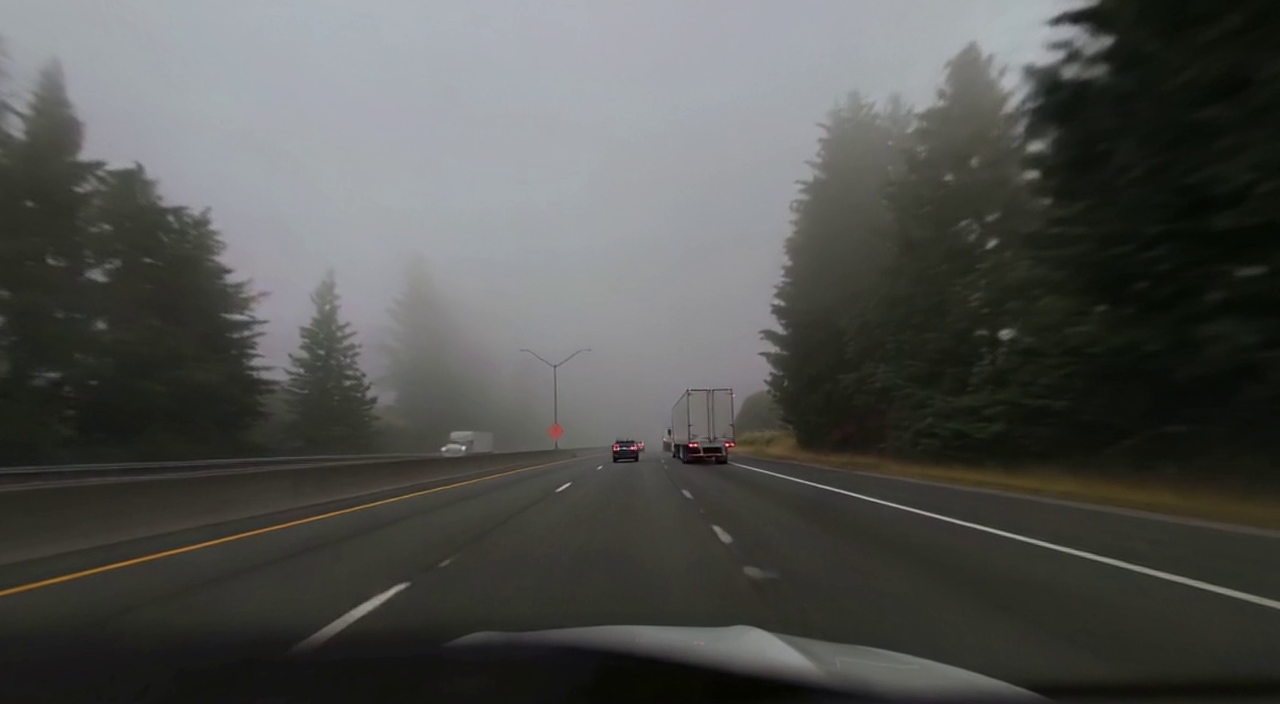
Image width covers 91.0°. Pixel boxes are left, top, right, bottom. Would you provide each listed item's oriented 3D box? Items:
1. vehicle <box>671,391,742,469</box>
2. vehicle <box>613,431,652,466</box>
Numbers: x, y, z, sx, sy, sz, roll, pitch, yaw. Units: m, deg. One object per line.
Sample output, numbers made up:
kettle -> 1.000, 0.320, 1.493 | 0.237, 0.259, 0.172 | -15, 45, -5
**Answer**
vehicle -> 3.907, 5.169, 40.719 | 3.005, 4.121, 14.417 | -1, -8, 0
vehicle -> -0.395, 5.738, 37.445 | 2.211, 1.933, 4.315 | -1, -8, 1
